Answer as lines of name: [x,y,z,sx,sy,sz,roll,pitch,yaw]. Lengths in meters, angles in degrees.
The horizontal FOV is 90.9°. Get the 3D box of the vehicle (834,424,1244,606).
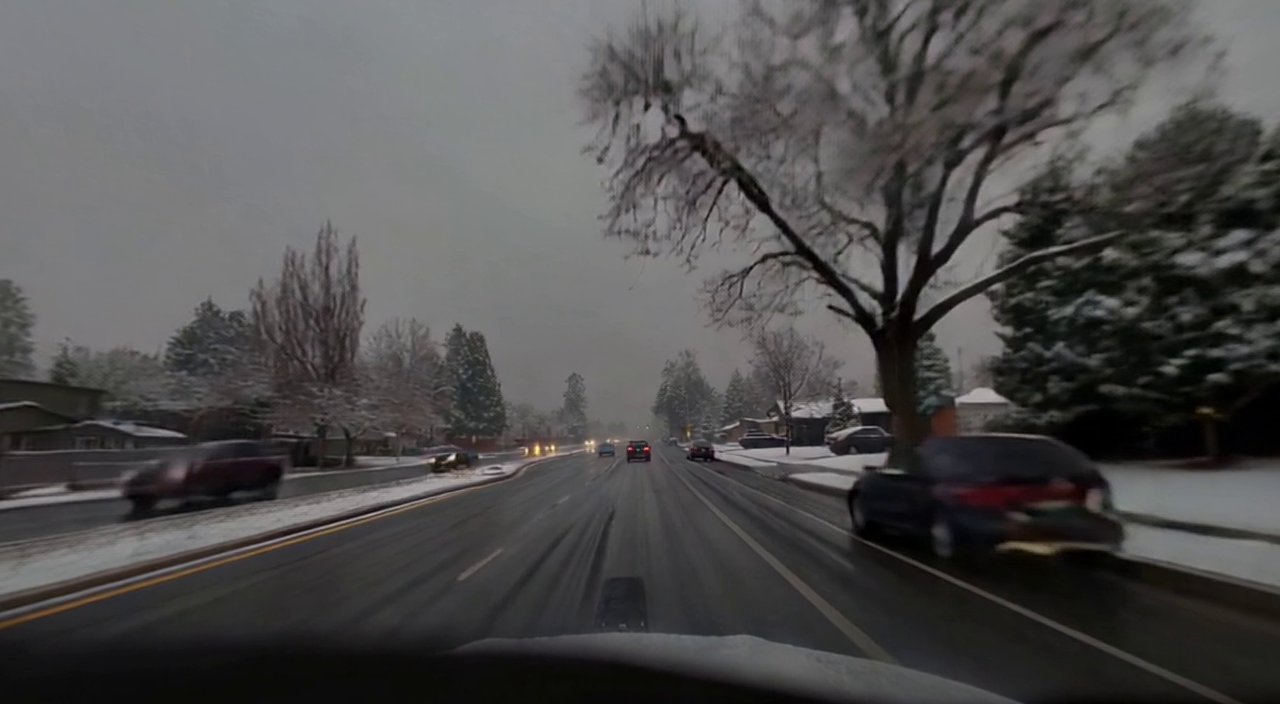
vehicle: [4.066,1.712,7.595,2.045,1.517,4.394,0,-8,0]

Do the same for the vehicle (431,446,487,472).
vehicle: [-11.338,6.709,39.776,2.003,1.457,4.762,-1,-8,1]

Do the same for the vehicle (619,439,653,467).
vehicle: [-0.252,6.275,39.357,2.024,1.655,4.301,0,-8,0]

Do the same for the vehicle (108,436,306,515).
vehicle: [-11.073,3.151,16.667,2.007,1.689,4.541,-2,-8,0]

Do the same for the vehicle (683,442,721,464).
vehicle: [4.380,7.206,45.333,2.080,1.469,4.898,0,-8,-1]
